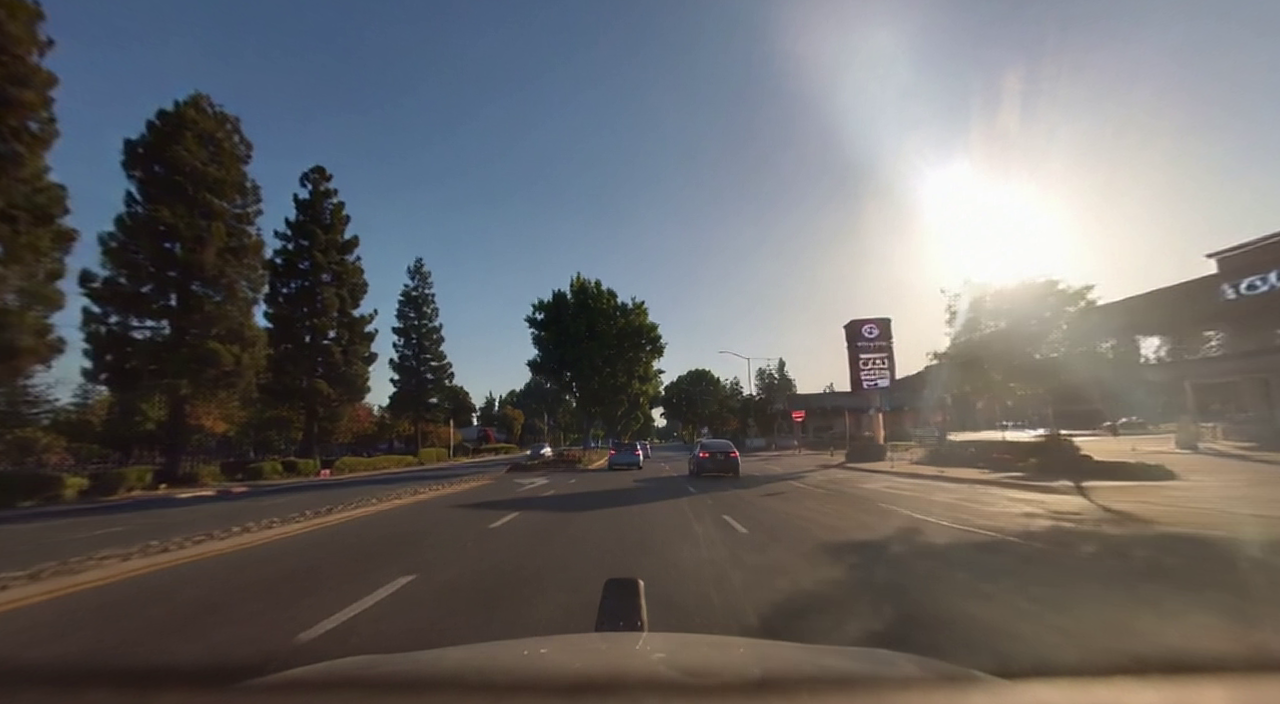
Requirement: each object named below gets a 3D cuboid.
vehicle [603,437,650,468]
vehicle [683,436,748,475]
[{"bbox_3d":[-0.609,5.073,32.209,2.242,1.474,4.127,0,-8,0],"label":"vehicle"},{"bbox_3d":[3.035,4.261,26.444,2.057,1.491,4.675,0,-8,-1],"label":"vehicle"}]
